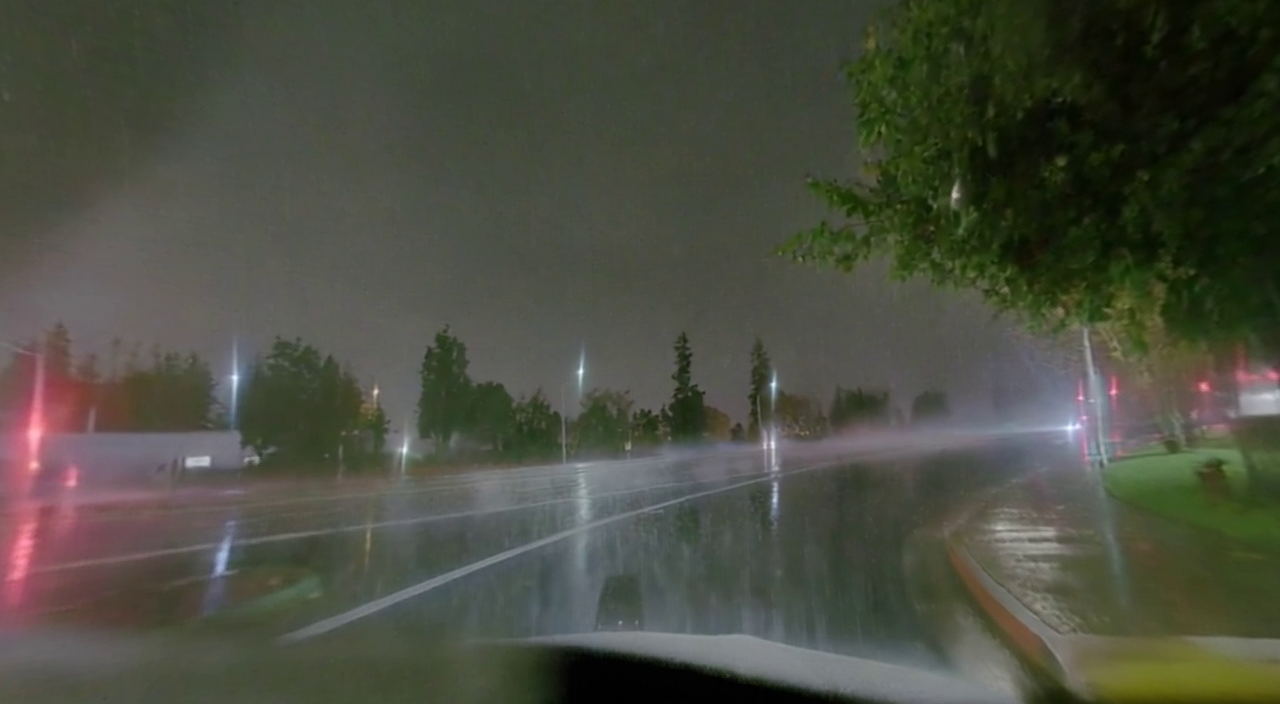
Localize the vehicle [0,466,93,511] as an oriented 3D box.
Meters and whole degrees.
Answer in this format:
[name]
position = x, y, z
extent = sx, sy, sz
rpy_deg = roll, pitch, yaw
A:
[vehicle]
position = -22.606, 4.829, 22.220
extent = 1.811, 1.444, 4.527
rpy_deg = -7, -10, 36
